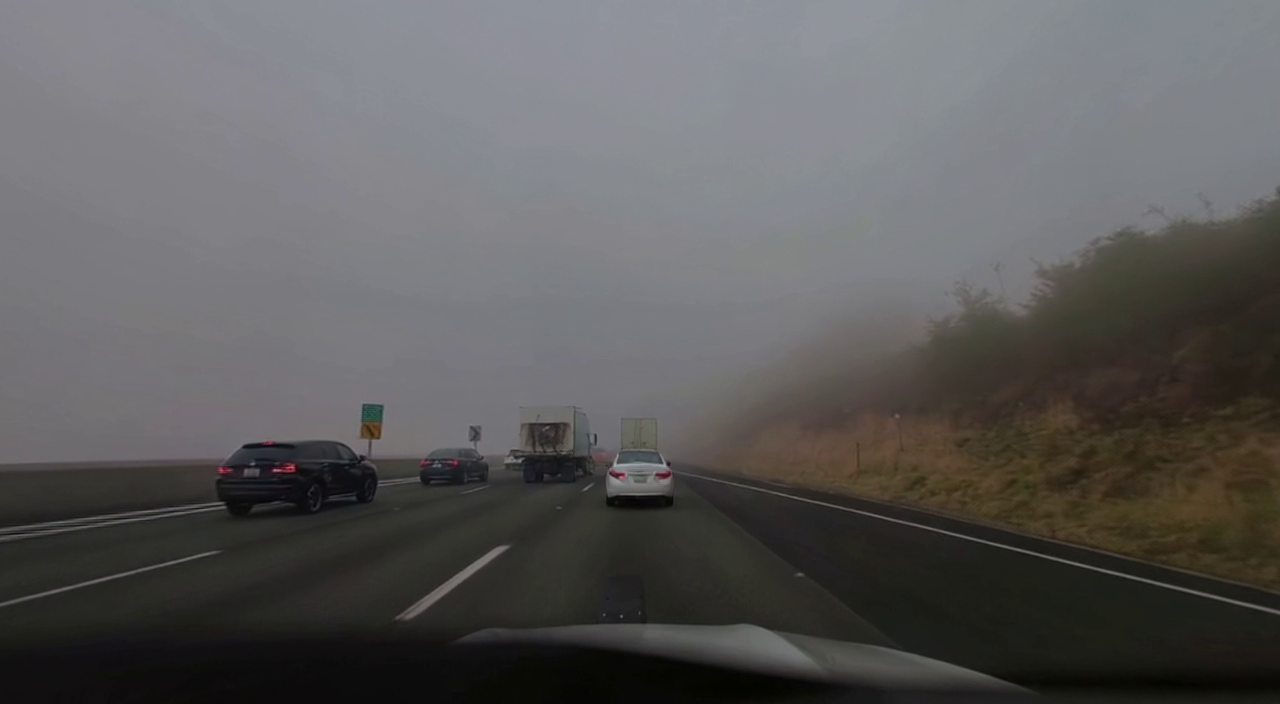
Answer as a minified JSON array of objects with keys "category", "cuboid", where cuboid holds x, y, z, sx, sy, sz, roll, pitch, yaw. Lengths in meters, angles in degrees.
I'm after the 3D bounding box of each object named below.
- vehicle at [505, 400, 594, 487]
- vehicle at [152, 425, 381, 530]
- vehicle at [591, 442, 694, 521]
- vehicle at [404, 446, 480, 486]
[{"category":"vehicle","cuboid":[-3.819,4.137,28.357,2.812,3.342,7.248,-1,-9,1]},{"category":"vehicle","cuboid":[-7.219,2.461,12.871,1.952,1.746,4.332,-1,-9,1]},{"category":"vehicle","cuboid":[0.022,2.779,13.962,1.995,1.495,3.380,0,-9,-1]},{"category":"vehicle","cuboid":[-8.054,4.666,26.040,1.880,1.512,3.758,-1,-9,1]}]
